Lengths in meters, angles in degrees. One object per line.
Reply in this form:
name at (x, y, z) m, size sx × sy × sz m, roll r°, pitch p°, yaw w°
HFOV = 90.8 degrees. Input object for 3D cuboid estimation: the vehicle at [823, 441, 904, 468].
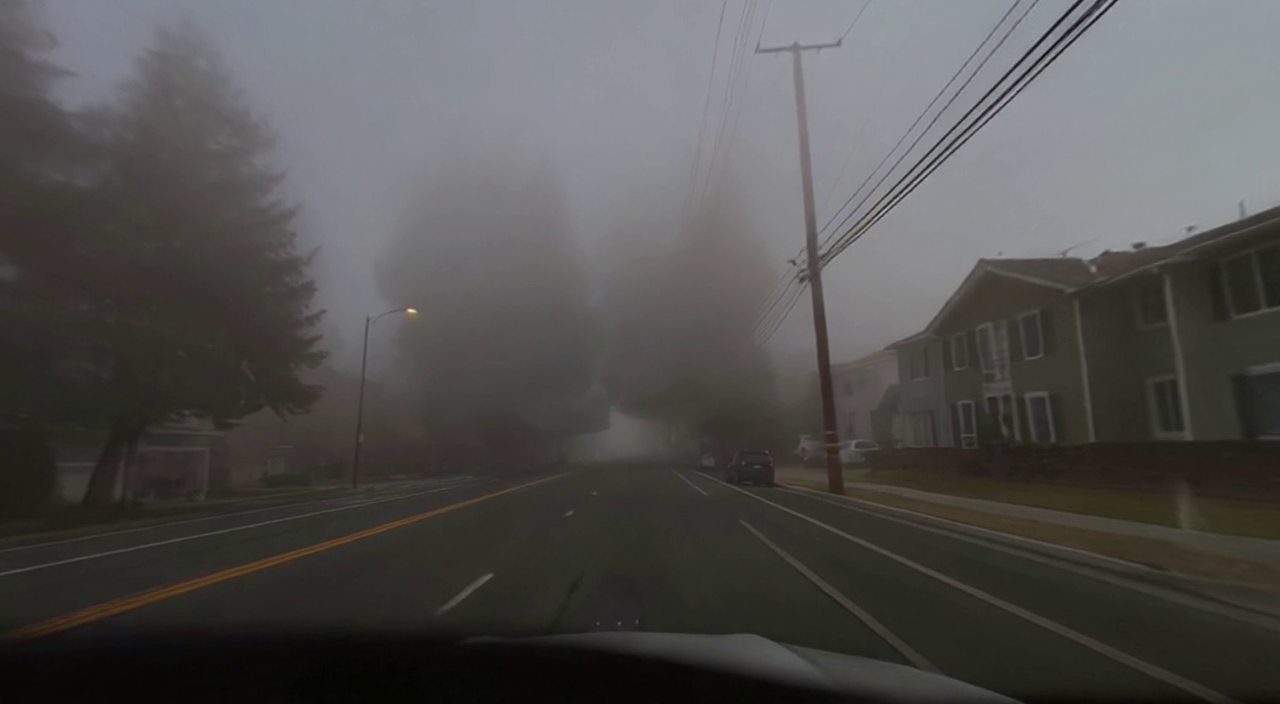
vehicle at (13.207, 6.067, 37.520) m, size 4.132 × 1.535 × 1.923 m, roll 0°, pitch -7°, yaw 2°

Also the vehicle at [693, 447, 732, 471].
vehicle at (4.883, 7.266, 43.314) m, size 1.938 × 1.464 × 4.390 m, roll -1°, pitch -8°, yaw -3°

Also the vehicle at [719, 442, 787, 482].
vehicle at (4.817, 4.781, 27.596) m, size 1.971 × 1.558 × 4.895 m, roll 0°, pitch -9°, yaw -1°

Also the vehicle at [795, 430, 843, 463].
vehicle at (12.699, 6.644, 44.561) m, size 2.330 × 2.123 × 6.314 m, roll -3°, pitch -9°, yaw 23°
